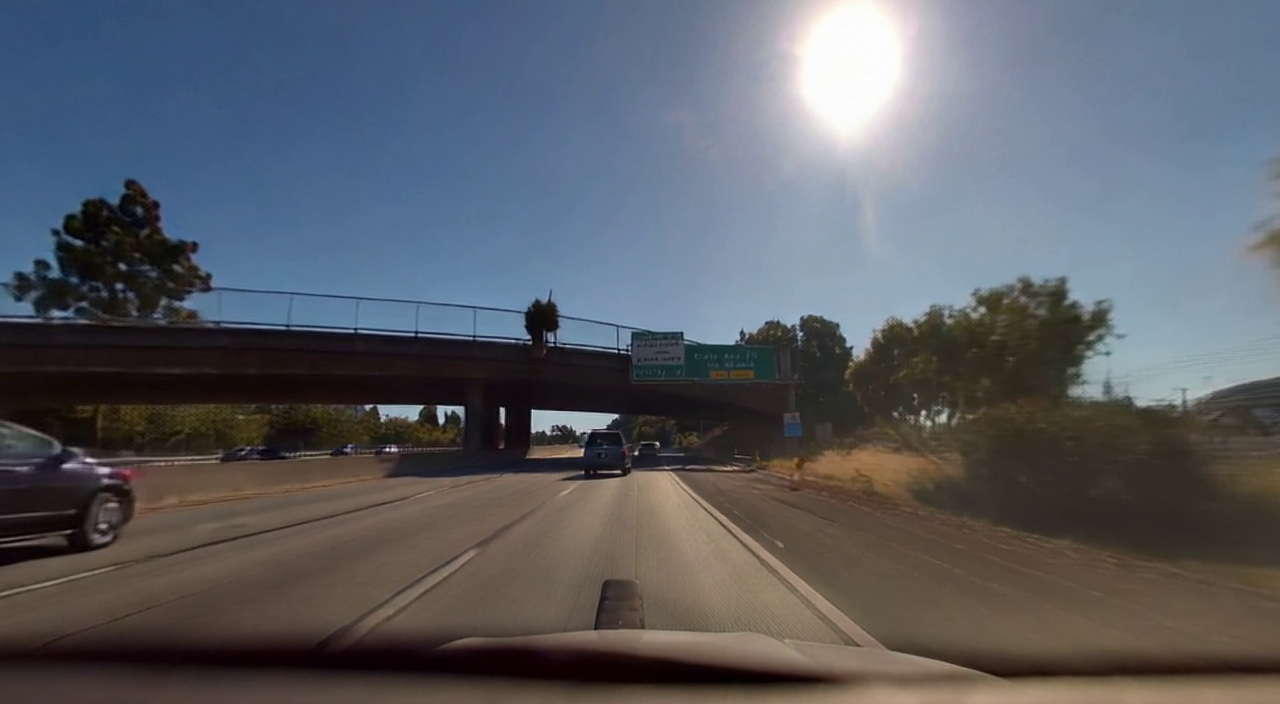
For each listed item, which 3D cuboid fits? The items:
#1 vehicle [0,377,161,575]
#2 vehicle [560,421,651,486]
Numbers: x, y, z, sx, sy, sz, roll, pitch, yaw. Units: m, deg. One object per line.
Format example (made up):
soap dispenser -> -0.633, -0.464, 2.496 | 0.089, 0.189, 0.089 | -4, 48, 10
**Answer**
vehicle -> -7.529, 1.153, 5.705 | 2.289, 1.955, 5.147 | 0, -9, 0
vehicle -> -1.007, 3.506, 21.966 | 2.497, 1.957, 5.432 | -1, -9, 4
